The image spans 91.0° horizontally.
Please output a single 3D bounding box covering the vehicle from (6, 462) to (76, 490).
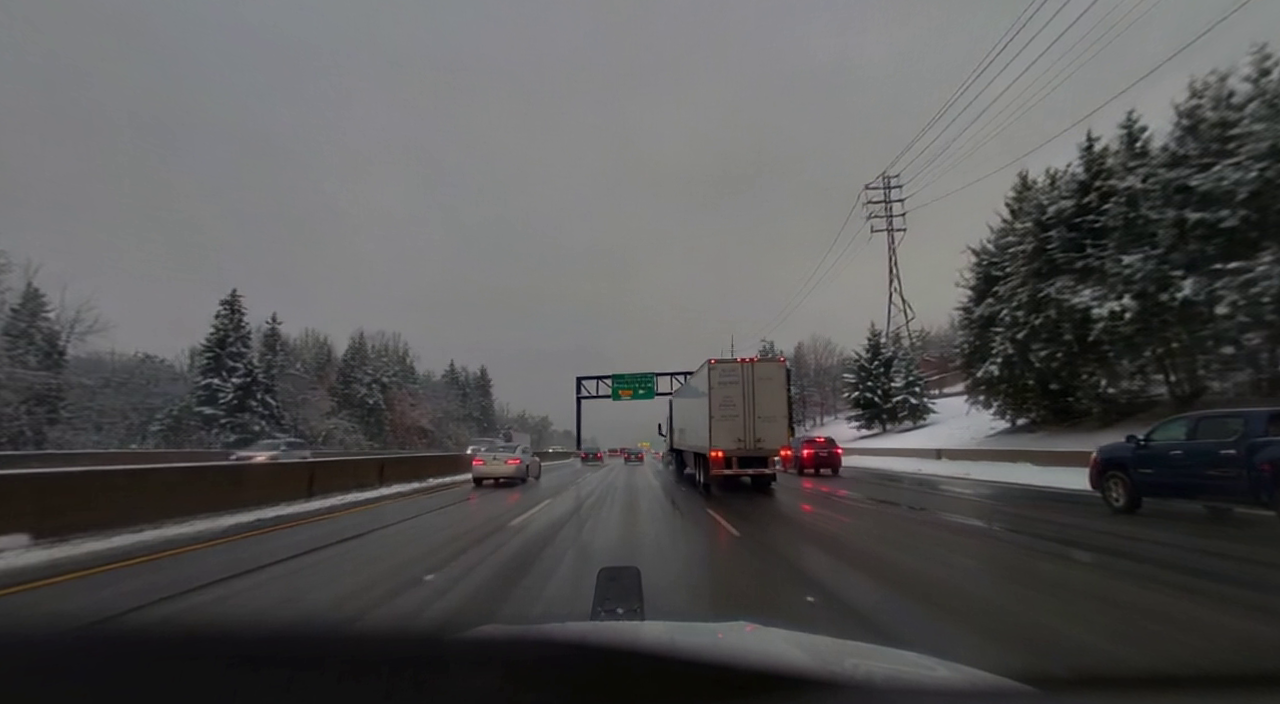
[{"bbox_3d":[-39.087,8.062,41.203,1.906,1.521,4.931,5,-10,-27],"label":"vehicle"}]

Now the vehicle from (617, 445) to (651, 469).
[{"bbox_3d":[-0.359,6.767,40.725,2.047,1.485,3.938,0,-8,0],"label":"vehicle"}]

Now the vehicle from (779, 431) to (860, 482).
[{"bbox_3d":[7.474,4.401,26.746,2.079,1.938,4.630,0,-8,0],"label":"vehicle"}]

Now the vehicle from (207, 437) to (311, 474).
[{"bbox_3d":[-19.081,5.211,31.874,2.146,1.673,5.184,0,-8,-2],"label":"vehicle"}]

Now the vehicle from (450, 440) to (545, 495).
[{"bbox_3d":[-4.239,3.491,19.372,1.968,1.507,3.829,0,-8,1],"label":"vehicle"}]

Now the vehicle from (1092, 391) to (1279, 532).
[{"bbox_3d":[11.020,1.794,10.439,2.420,2.141,5.994,0,-8,-2],"label":"vehicle"}]

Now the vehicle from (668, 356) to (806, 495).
[{"bbox_3d":[3.235,3.349,26.828,2.907,4.109,16.177,0,-8,-1],"label":"vehicle"}]
